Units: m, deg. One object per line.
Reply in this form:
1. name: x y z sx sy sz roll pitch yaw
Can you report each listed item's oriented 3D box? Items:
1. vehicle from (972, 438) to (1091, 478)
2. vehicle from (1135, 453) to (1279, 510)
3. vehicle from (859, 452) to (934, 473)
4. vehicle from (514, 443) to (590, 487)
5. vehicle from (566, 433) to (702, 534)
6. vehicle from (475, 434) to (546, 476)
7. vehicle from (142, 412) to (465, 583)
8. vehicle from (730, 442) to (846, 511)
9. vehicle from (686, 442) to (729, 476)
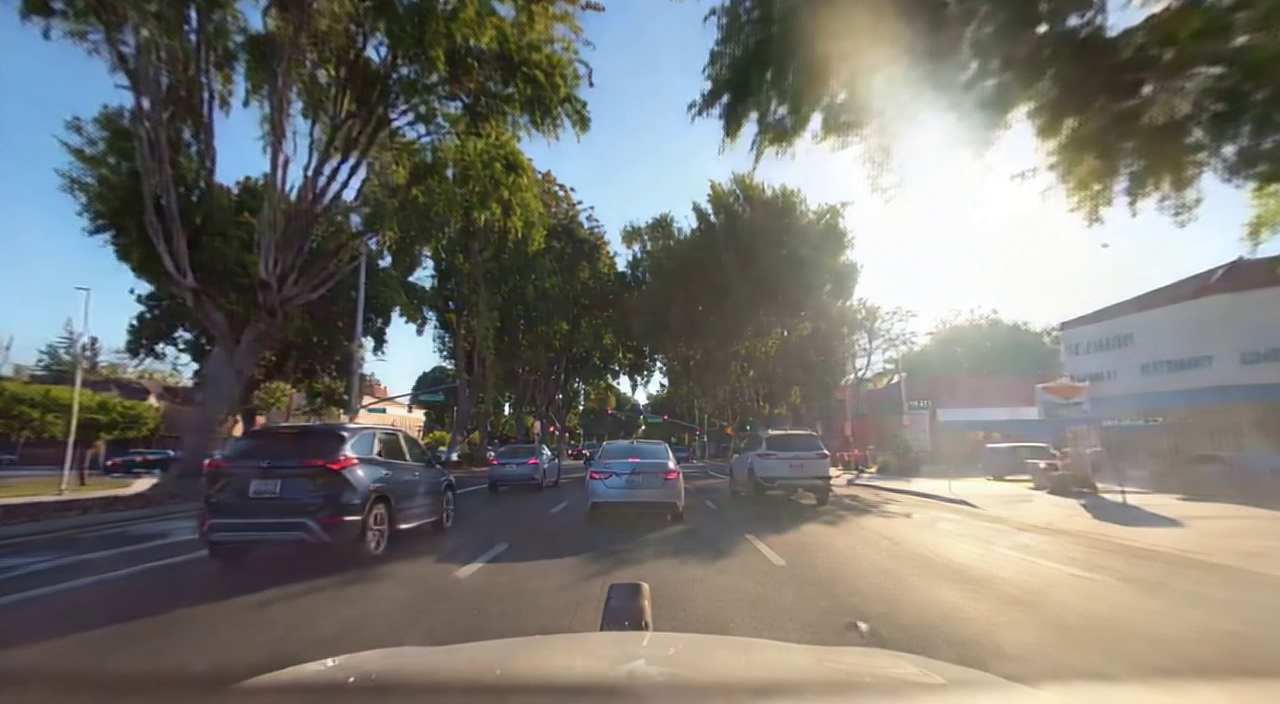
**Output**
1. vehicle: 17.934 4.840 29.070 1.907 1.669 4.147 5 -10 -28
2. vehicle: 17.268 3.707 18.523 1.860 1.408 4.631 0 -8 4
3. vehicle: 19.217 8.317 47.437 4.795 1.457 1.986 0 -8 4
4. vehicle: -3.198 4.212 23.802 2.126 1.490 4.265 0 -8 2
5. vehicle: -0.096 2.368 11.973 2.121 1.563 4.031 0 -8 0
6. vehicle: -6.764 5.475 33.704 2.321 2.013 5.640 0 -8 3
7. vehicle: -3.930 1.750 8.354 1.983 1.685 3.997 0 -8 1
8. vehicle: 3.538 3.041 15.920 1.979 1.485 4.207 0 -8 1
9. vehicle: 3.556 5.697 33.808 1.848 1.665 3.747 0 -8 0
